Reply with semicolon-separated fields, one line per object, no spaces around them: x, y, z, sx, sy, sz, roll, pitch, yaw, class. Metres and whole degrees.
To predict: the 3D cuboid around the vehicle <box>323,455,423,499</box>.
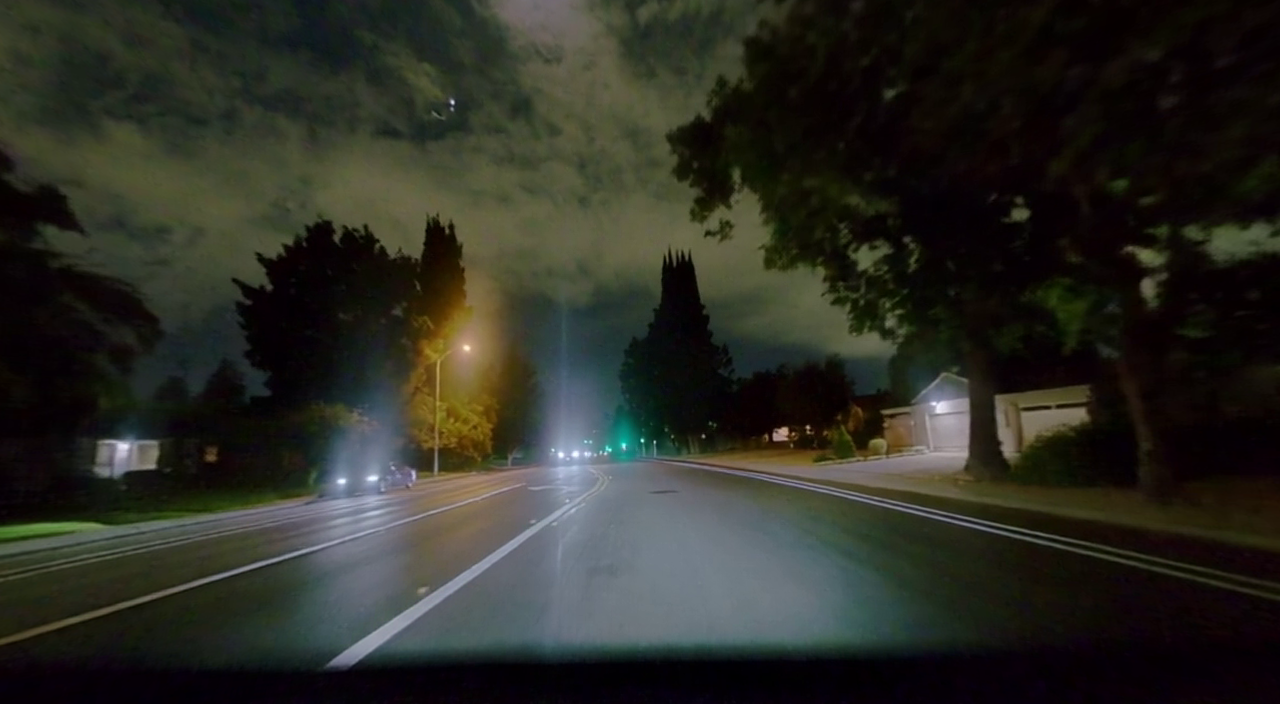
-12.003;5.635;28.845;2.066;1.681;5.292;-1;-8;3;vehicle
